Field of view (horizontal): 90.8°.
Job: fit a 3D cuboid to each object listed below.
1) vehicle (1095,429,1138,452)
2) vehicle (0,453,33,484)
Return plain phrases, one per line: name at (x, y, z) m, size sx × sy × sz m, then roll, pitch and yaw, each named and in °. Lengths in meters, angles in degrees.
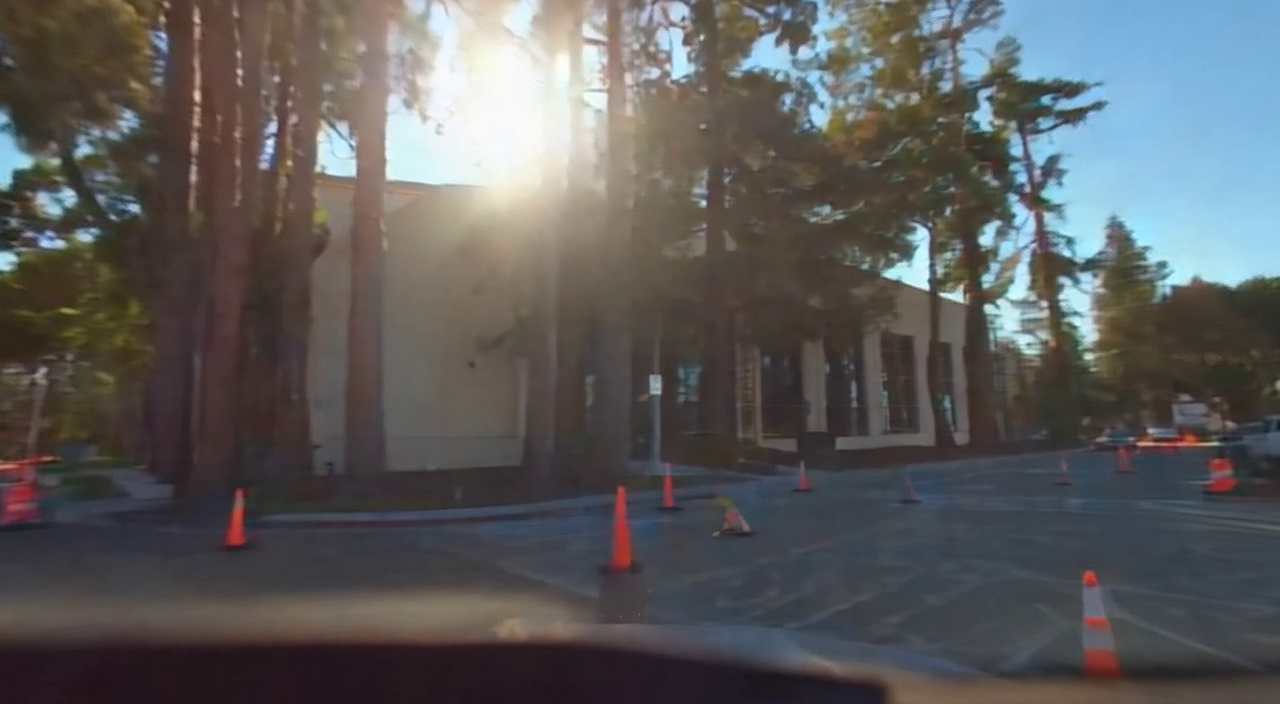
vehicle at (35.409, 6.524, 46.871) m, size 1.955 × 1.479 × 4.100 m, roll -7°, pitch -8°, yaw 44°
vehicle at (-38.137, 6.946, 37.981) m, size 2.110 × 1.733 × 4.028 m, roll 8°, pitch -12°, yaw -44°
